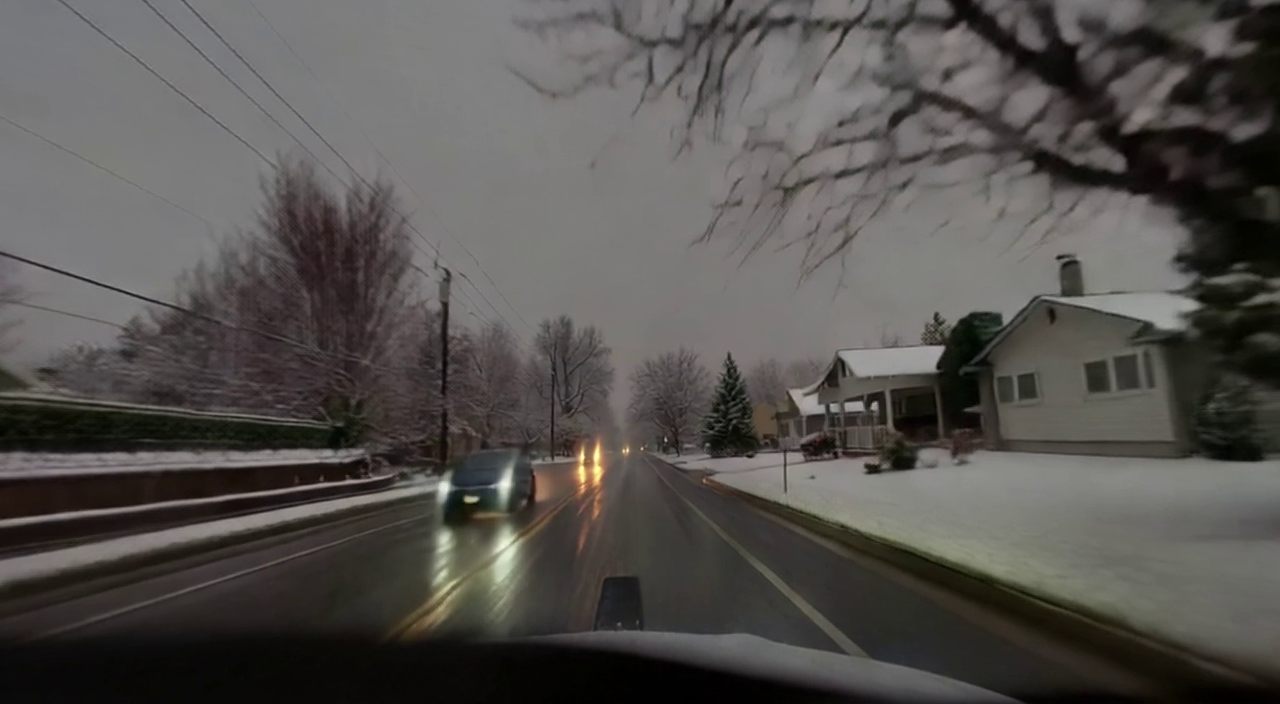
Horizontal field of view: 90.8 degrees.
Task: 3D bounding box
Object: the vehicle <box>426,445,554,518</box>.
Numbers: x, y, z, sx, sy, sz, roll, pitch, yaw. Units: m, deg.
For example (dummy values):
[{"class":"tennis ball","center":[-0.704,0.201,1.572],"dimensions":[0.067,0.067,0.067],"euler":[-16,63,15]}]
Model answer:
[{"class":"vehicle","center":[-3.503,3.112,15.706],"dimensions":[2.074,1.527,4.438],"euler":[0,-9,0]}]
